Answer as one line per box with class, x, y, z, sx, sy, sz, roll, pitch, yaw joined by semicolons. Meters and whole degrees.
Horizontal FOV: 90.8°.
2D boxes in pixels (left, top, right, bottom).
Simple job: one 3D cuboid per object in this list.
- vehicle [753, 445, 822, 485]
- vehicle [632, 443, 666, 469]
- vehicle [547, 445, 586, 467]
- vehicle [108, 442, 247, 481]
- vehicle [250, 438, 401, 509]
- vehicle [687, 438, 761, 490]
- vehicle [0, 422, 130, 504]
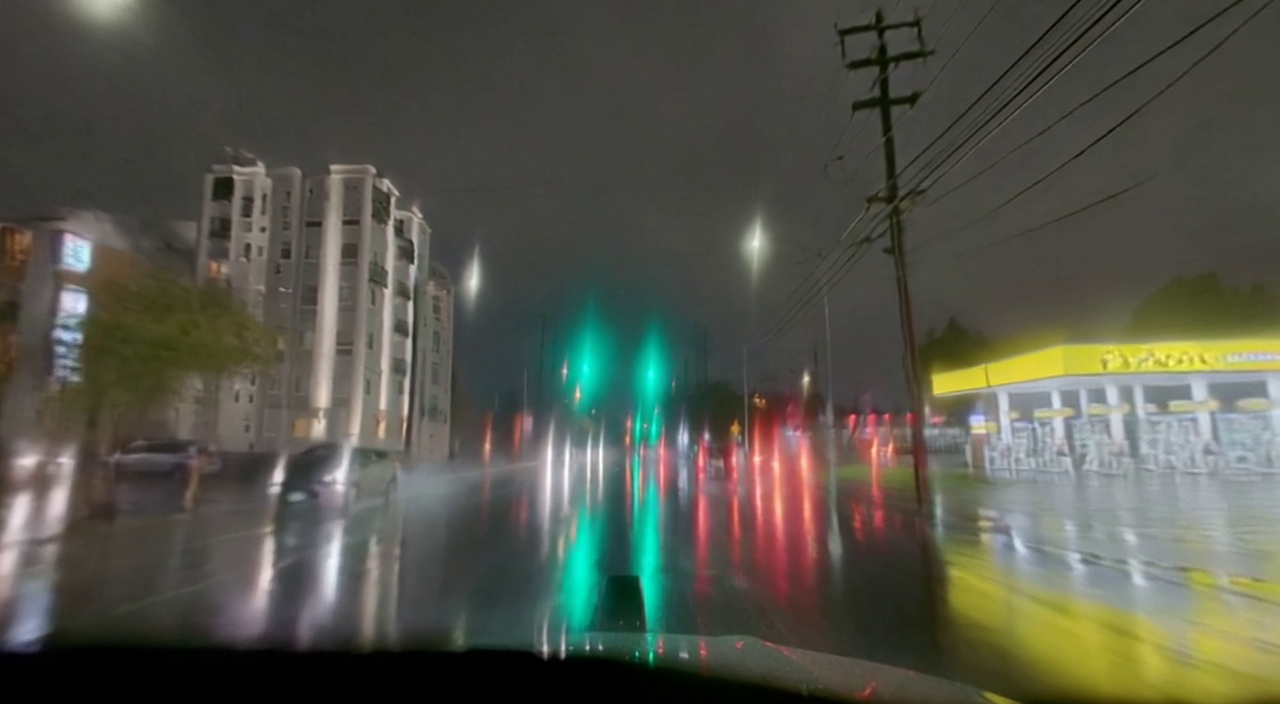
vehicle;6.168;4.756;26.960;1.914;1.513;4.474;0;-8;1
vehicle;0.580;6.430;39.405;1.999;1.487;3.939;0;-8;2
vehicle;-5.169;7.367;44.985;2.033;1.495;4.216;0;-8;3
vehicle;-18.532;4.376;25.454;4.182;1.486;1.808;0;-8;1
vehicle;-8.924;3.437;18.468;2.000;1.796;4.529;0;-8;1
vehicle;2.847;3.870;22.324;1.945;1.647;4.160;0;-8;-1
vehicle;-17.014;2.883;16.724;4.953;1.934;2.520;0;-9;6
